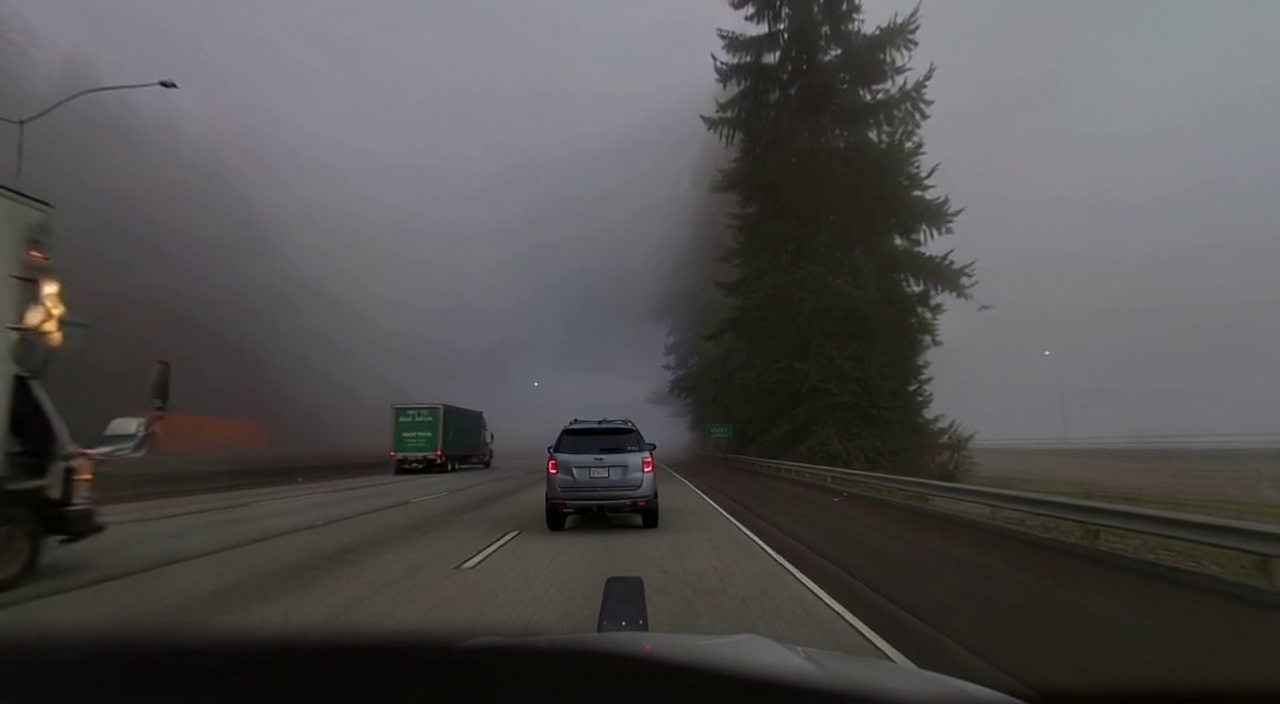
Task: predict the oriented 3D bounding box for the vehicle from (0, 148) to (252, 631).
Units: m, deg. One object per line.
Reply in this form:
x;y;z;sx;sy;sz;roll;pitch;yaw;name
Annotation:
-6.167;0.059;3.165;2.876;3.584;9.195;0;-8;-3;vehicle

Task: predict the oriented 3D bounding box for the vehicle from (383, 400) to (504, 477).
-10.792;5.064;36.598;3.347;3.686;12.113;0;-8;-1;vehicle

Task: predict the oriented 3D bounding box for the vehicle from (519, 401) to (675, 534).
-0.539;2.124;12.103;2.395;2.013;4.734;-1;-8;3;vehicle
